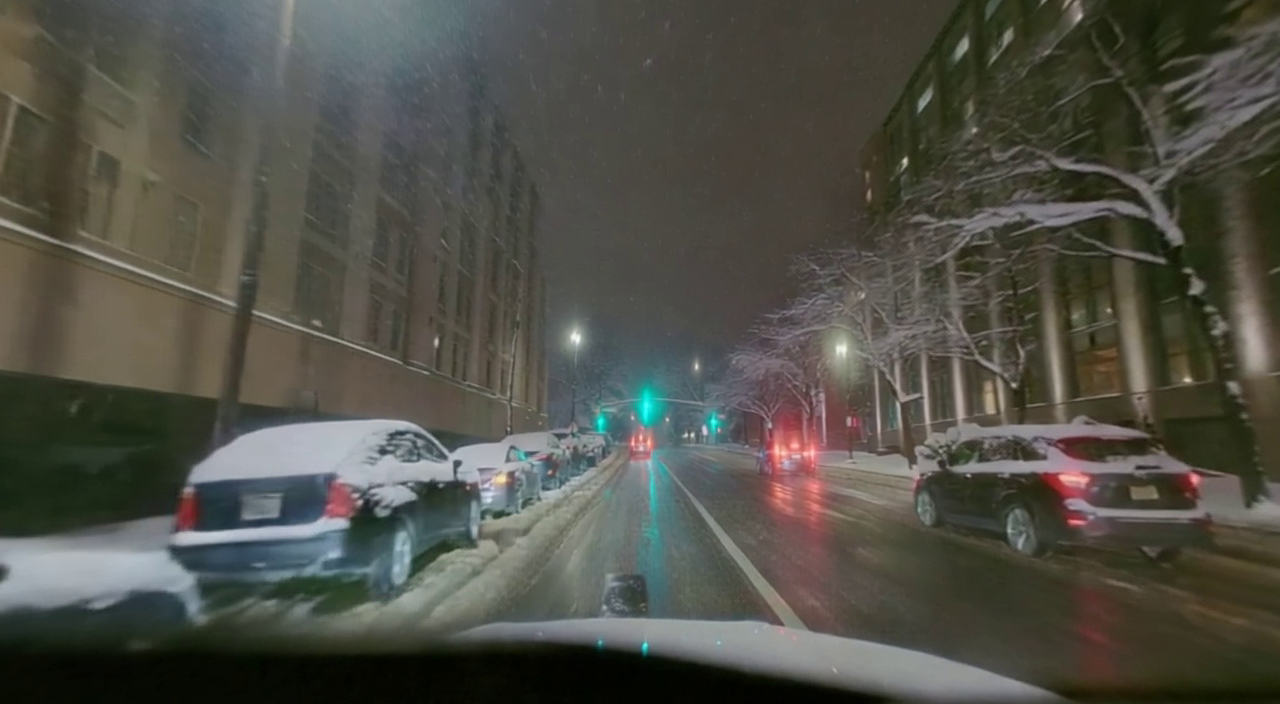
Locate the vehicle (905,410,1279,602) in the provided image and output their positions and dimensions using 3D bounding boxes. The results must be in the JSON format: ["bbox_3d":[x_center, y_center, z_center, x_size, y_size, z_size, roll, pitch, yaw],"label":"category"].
[{"bbox_3d":[5.010,1.605,7.454,1.891,1.599,4.173,0,-8,0],"label":"vehicle"}]

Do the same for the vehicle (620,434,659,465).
[{"bbox_3d":[-0.036,5.612,36.470,2.122,1.689,3.885,0,-8,0],"label":"vehicle"}]

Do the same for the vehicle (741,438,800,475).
[{"bbox_3d":[5.609,4.532,27.507,1.799,1.463,3.464,0,-8,0],"label":"vehicle"}]

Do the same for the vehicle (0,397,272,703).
[{"bbox_3d":[-3.028,0.783,1.276,1.843,1.482,4.310,-1,-8,2],"label":"vehicle"}]

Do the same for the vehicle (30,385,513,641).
[{"bbox_3d":[-2.936,1.412,6.576,2.143,1.687,4.602,-1,-8,2],"label":"vehicle"}]

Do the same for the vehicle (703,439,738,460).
[{"bbox_3d":[5.839,7.169,46.357,1.917,1.467,4.452,0,-8,-1],"label":"vehicle"}]
